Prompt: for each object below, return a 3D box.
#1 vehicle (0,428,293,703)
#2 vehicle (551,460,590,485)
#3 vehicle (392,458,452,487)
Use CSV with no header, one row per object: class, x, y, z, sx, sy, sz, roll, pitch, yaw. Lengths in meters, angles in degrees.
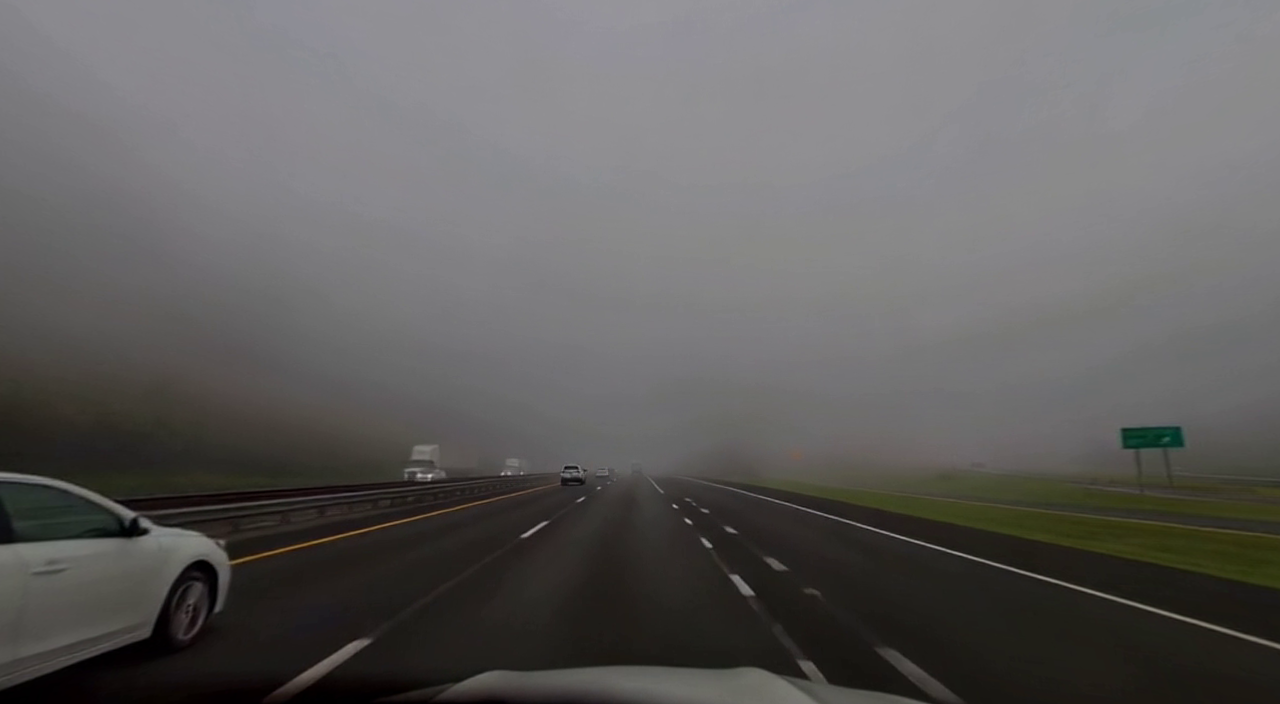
vehicle,-3.904,1.065,2.929,1.998,1.427,4.462,1,-11,0
vehicle,-4.613,8.060,42.194,2.126,1.488,4.186,1,-11,0
vehicle,-12.569,6.979,36.553,1.913,1.519,4.201,1,-11,1
